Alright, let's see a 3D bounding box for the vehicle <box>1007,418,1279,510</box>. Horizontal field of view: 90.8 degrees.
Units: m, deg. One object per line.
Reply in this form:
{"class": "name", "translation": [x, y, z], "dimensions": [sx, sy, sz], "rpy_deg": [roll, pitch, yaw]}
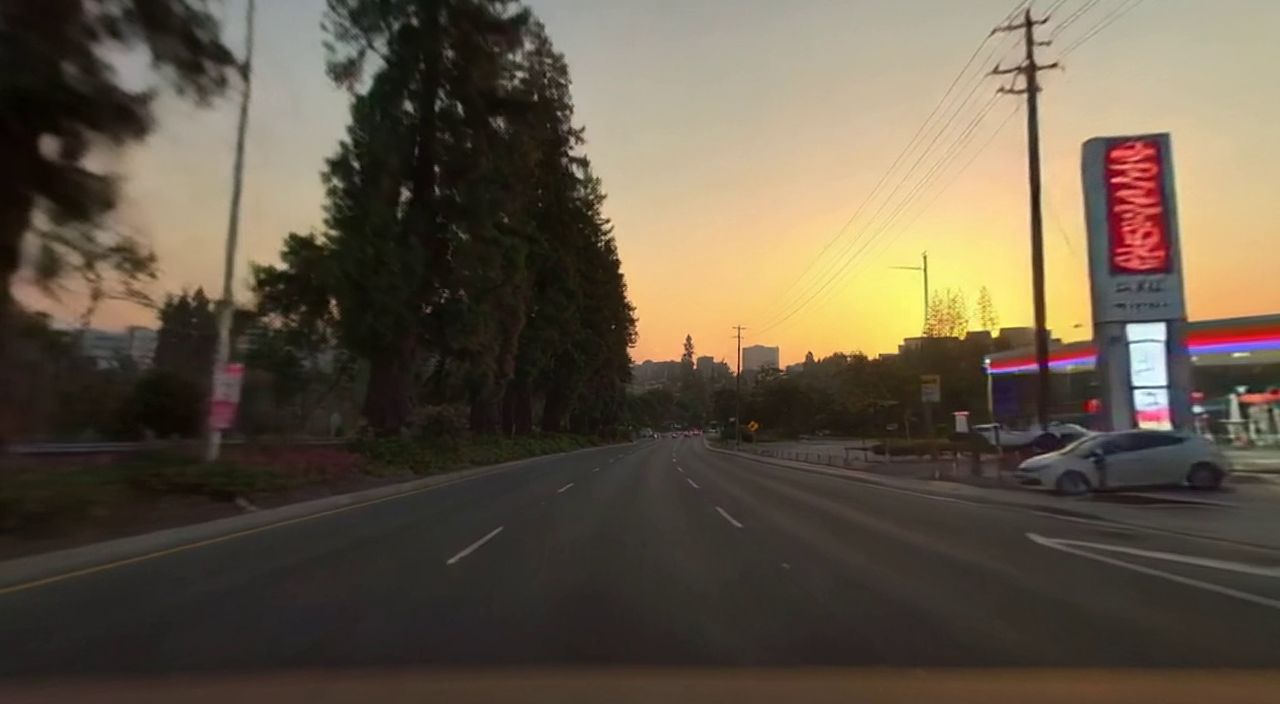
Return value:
{"class": "vehicle", "translation": [10.049, 2.161, 12.340], "dimensions": [4.476, 1.629, 1.953], "rpy_deg": [0, -8, 0]}
